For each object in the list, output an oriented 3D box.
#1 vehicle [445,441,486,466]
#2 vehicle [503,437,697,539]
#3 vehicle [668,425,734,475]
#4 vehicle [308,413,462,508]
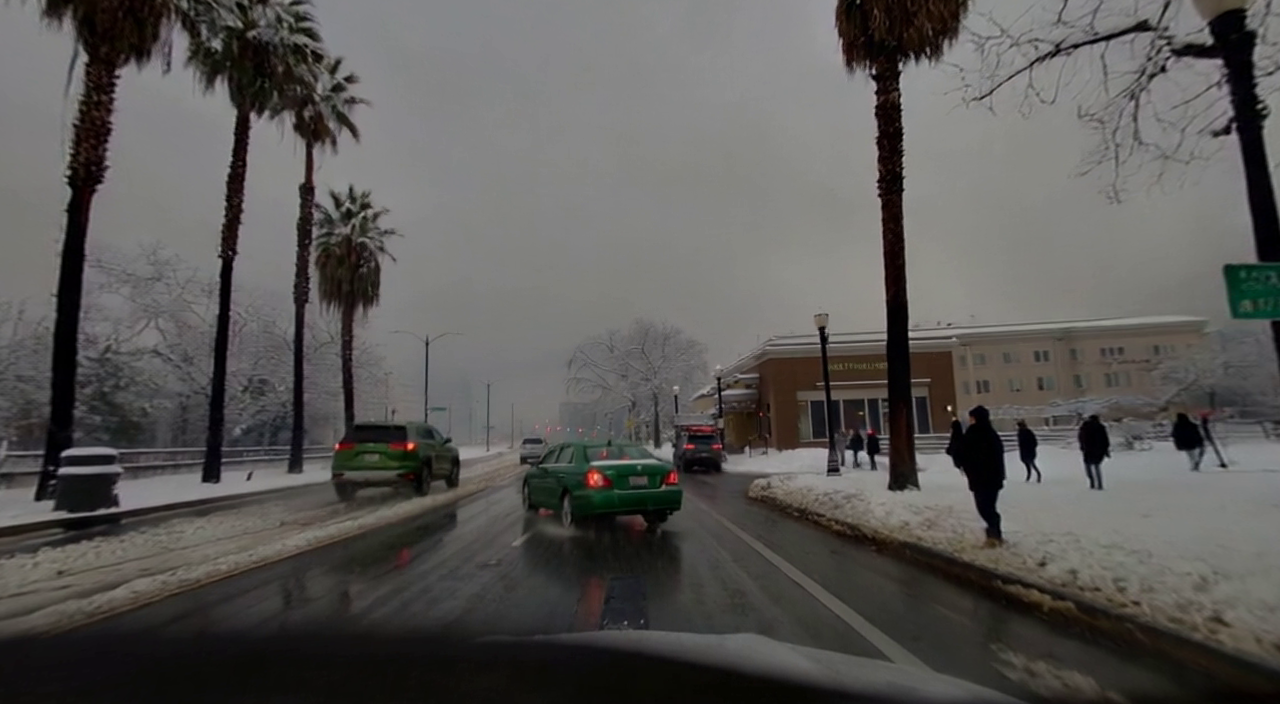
[{"bbox_3d":[-11.947,6.956,43.491,1.930,1.583,4.423,0,-8,-5],"label":"vehicle"},{"bbox_3d":[-1.000,2.383,11.846,1.930,1.477,4.657,4,-9,-27],"label":"vehicle"},{"bbox_3d":[2.775,4.645,29.979,2.126,2.167,5.098,1,-9,-6],"label":"vehicle"},{"bbox_3d":[-6.383,2.790,16.652,2.164,2.047,5.455,0,-8,-5],"label":"vehicle"}]
